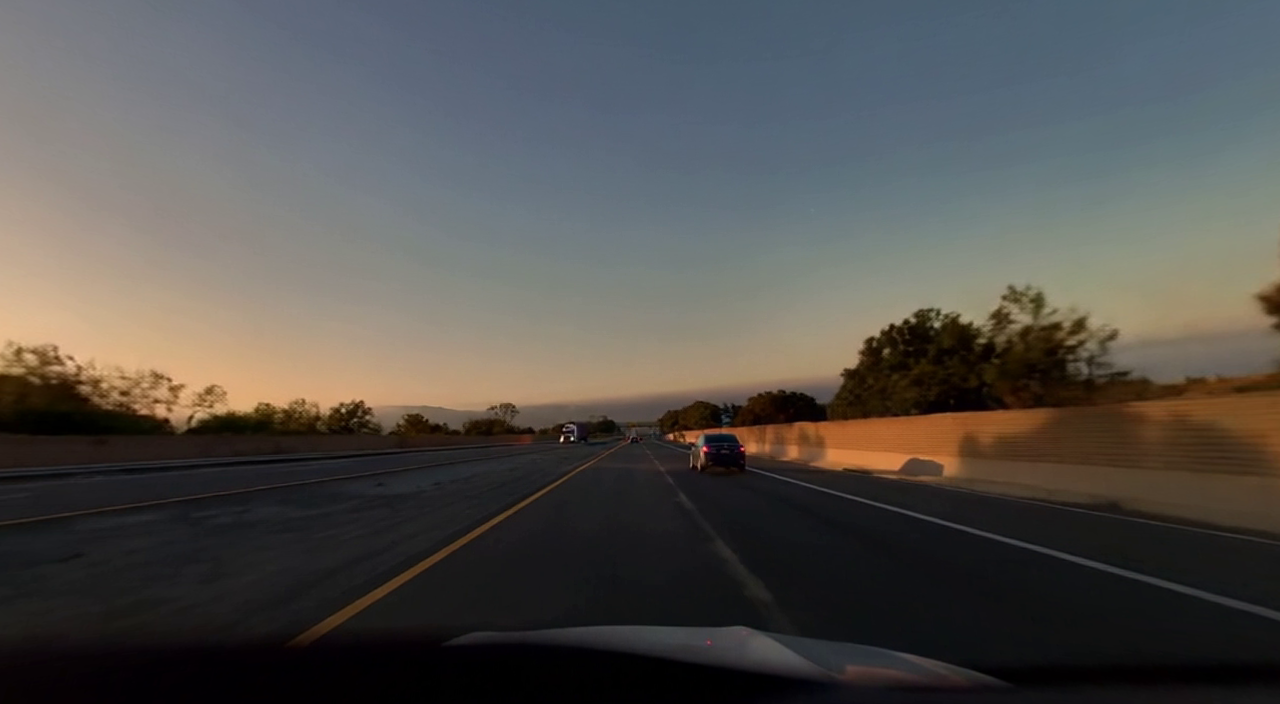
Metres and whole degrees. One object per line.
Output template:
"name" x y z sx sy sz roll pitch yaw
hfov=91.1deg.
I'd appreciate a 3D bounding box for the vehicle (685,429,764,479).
"vehicle" 2.825 3.528 22.090 2.084 1.583 4.420 0 -8 -1
